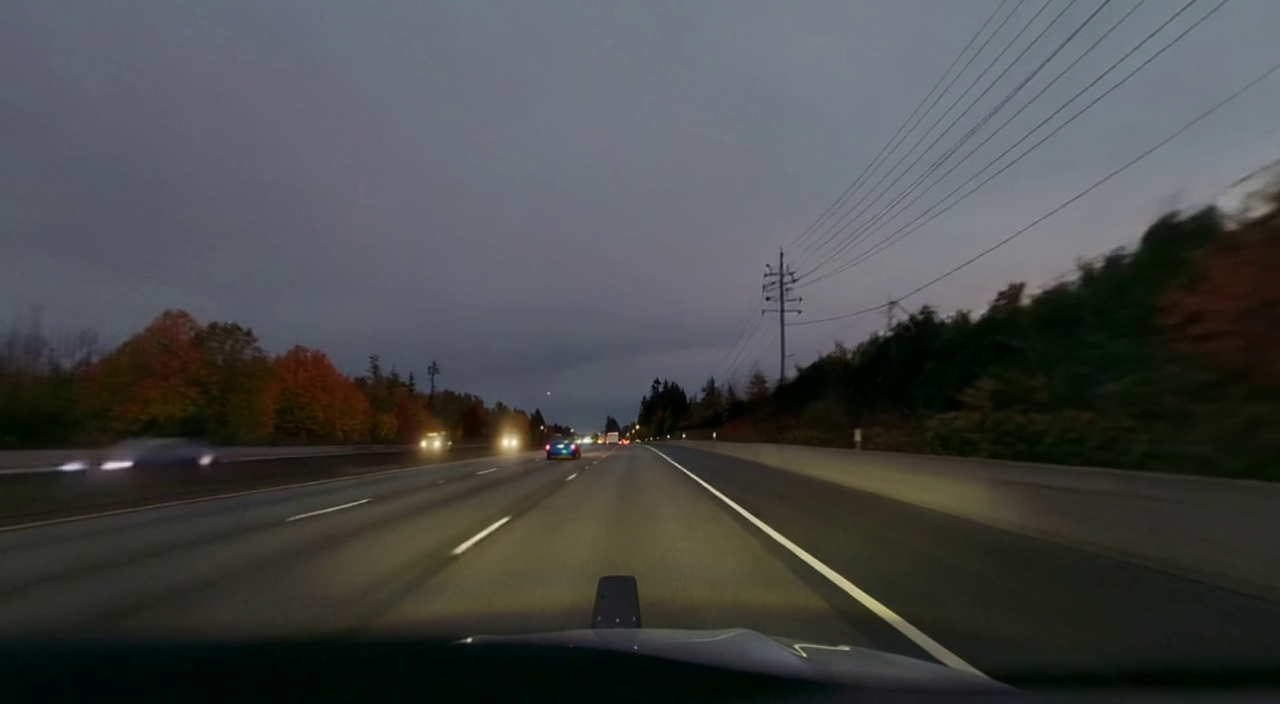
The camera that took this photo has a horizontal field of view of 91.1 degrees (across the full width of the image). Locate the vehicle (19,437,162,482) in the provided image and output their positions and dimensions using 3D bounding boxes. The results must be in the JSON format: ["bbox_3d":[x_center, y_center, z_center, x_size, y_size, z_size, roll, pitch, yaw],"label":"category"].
[{"bbox_3d":[-20.417,3.961,23.607,1.780,1.501,3.986,0,-8,-1],"label":"vehicle"}]

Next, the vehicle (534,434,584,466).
[{"bbox_3d":[-3.980,4.852,31.469,2.025,1.475,4.379,0,-8,-1],"label":"vehicle"}]
